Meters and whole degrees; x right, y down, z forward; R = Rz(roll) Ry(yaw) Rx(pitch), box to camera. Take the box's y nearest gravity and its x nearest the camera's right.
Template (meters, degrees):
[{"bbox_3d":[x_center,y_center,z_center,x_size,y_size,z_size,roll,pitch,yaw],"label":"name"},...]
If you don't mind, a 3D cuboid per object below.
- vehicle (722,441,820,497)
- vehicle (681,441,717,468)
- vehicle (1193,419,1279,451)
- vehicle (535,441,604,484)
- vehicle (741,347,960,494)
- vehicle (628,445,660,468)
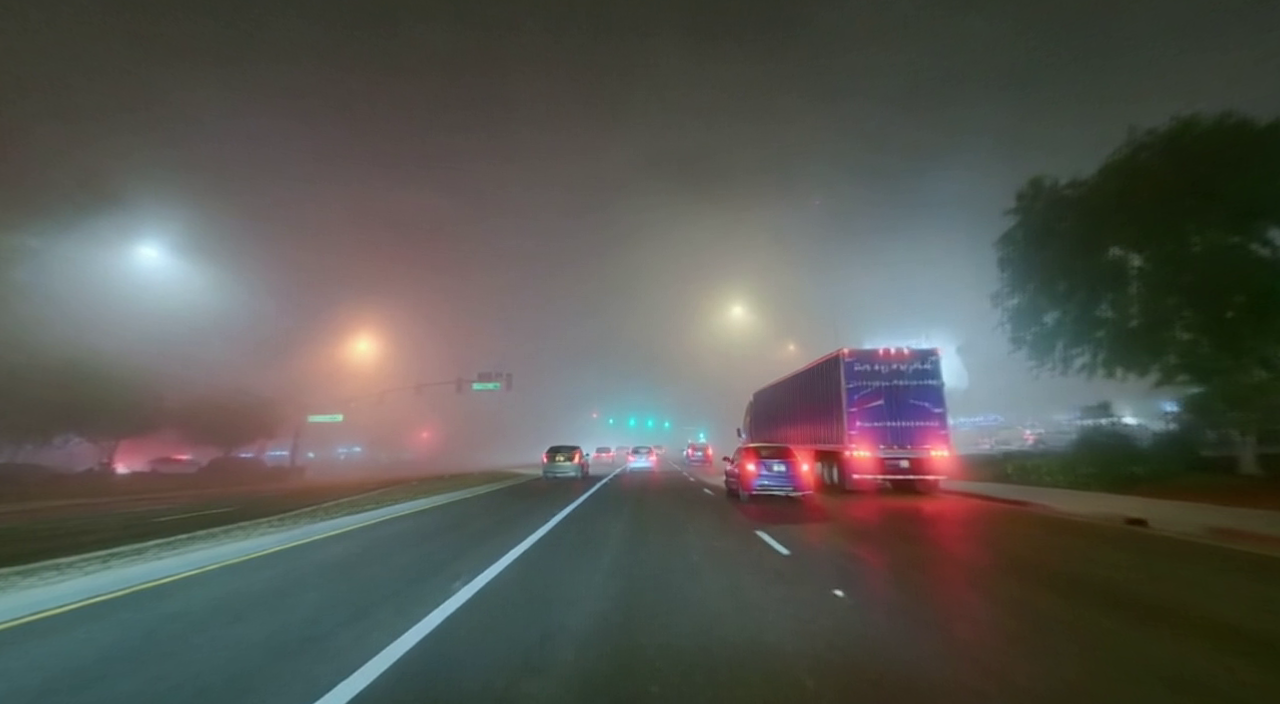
[{"bbox_3d":[3.736,3.393,18.772,1.972,1.452,4.189,0,-8,-1],"label":"vehicle"},{"bbox_3d":[3.902,6.881,42.561,2.050,1.683,3.990,0,-8,0],"label":"vehicle"},{"bbox_3d":[36.281,4.910,37.405,5.045,1.644,1.906,-3,-8,-3],"label":"vehicle"},{"bbox_3d":[-2.599,4.189,24.241,2.003,1.509,4.396,0,-8,2],"label":"vehicle"},{"bbox_3d":[7.483,3.251,27.054,3.383,4.268,17.469,0,-8,0],"label":"vehicle"},{"bbox_3d":[0.242,7.039,42.773,2.020,1.461,4.326,0,-8,0],"label":"vehicle"}]
